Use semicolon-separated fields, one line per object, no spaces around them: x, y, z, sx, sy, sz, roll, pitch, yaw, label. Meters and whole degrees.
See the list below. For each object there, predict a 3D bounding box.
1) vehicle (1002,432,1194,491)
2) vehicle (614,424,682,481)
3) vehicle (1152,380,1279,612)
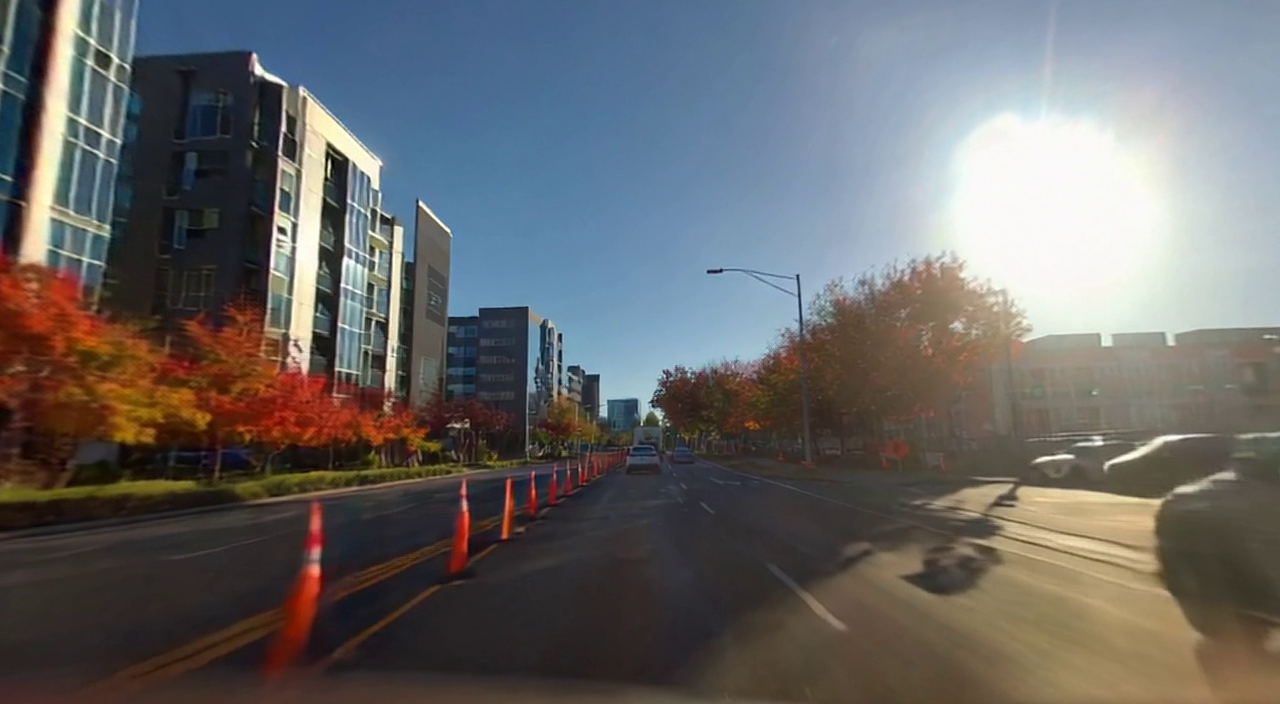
14.970;3.600;20.771;4.655;1.798;2.050;-1;-9;0;vehicle
0.423;4.598;28.935;2.762;2.309;6.723;-1;-9;2;vehicle
5.834;0.988;3.900;2.120;1.828;5.531;-3;-9;18;vehicle
